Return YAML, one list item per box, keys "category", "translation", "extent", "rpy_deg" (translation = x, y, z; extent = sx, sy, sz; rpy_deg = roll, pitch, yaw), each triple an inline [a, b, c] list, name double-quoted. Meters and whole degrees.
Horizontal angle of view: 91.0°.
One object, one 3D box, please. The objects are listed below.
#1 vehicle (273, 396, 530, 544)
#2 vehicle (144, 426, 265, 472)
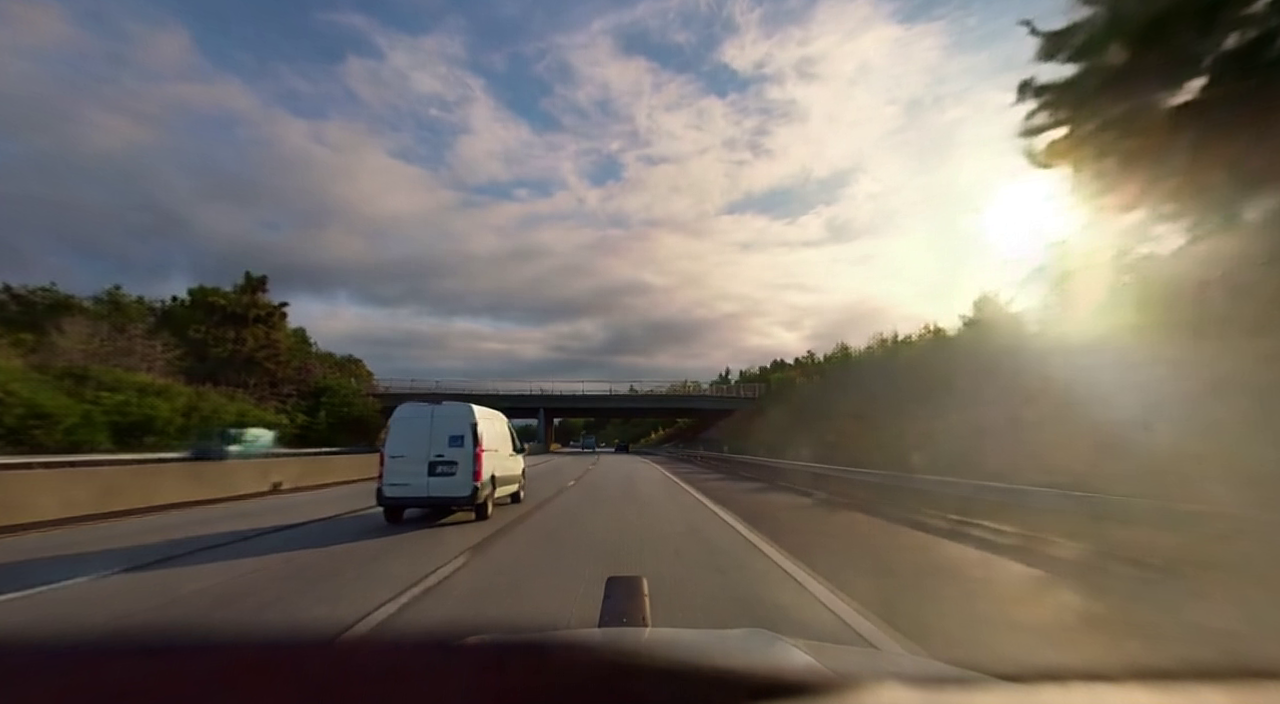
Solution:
- category: "vehicle"
  translation: [-3.507, 1.882, 10.683]
  extent: [2.372, 1.891, 5.061]
  rpy_deg: [0, -8, 0]
- category: "vehicle"
  translation: [-20.867, 4.682, 30.517]
  extent: [2.128, 2.021, 5.330]
  rpy_deg: [0, -8, -1]
